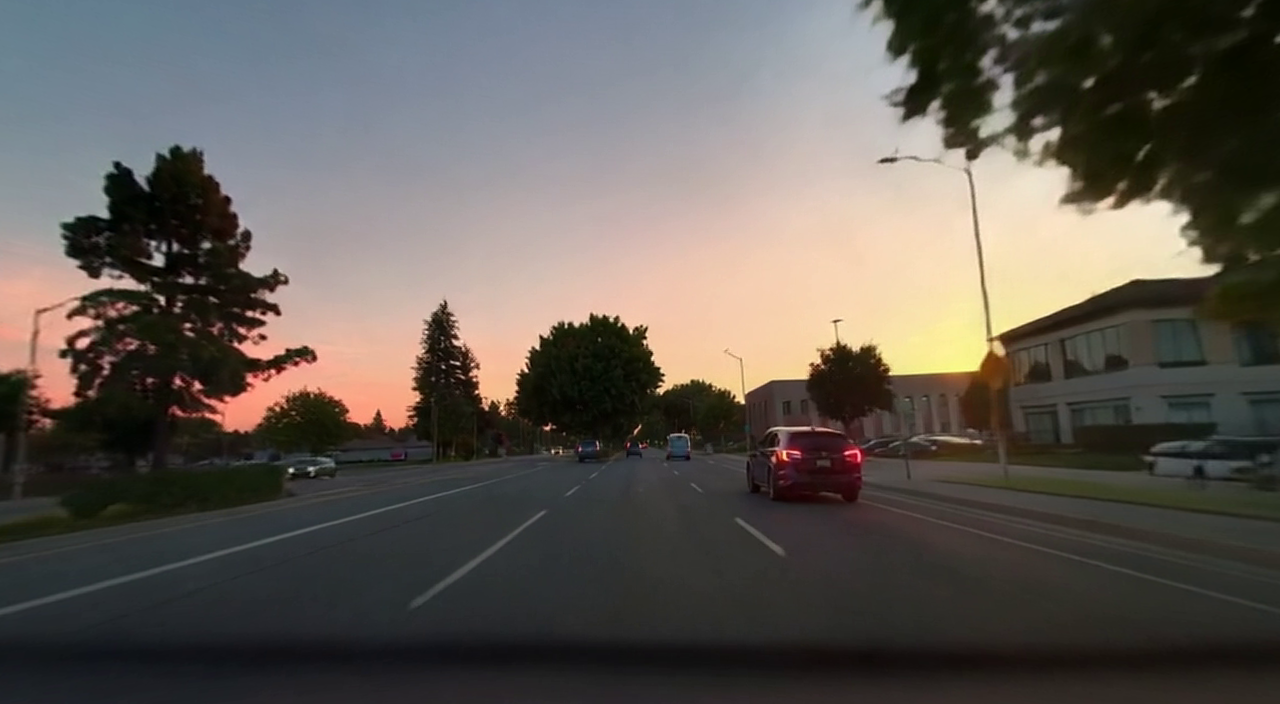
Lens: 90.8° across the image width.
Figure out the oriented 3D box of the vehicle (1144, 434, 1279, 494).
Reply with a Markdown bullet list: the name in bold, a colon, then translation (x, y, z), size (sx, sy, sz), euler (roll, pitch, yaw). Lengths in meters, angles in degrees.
- **vehicle**: translation (16.423, 2.948, 16.793), size (4.369, 1.489, 1.825), euler (0, -8, 1)

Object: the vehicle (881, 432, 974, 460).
- **vehicle**: translation (18.024, 5.875, 39.692), size (4.970, 1.700, 2.108), euler (1, -8, -11)

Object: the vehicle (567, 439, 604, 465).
- **vehicle**: translation (-3.954, 7.361, 46.813), size (2.220, 1.793, 4.885), euler (0, -8, 1)

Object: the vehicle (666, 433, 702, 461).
- **vehicle**: translation (3.331, 7.297, 48.602), size (2.197, 2.034, 4.667), euler (0, -8, -2)

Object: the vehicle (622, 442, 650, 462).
- **vehicle**: translation (-0.353, 7.747, 49.045), size (2.074, 1.463, 4.016), euler (0, -8, -1)

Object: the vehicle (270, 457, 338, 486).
- **vehicle**: translation (-20.509, 7.262, 38.731), size (1.823, 1.561, 3.987), euler (-1, -8, 2)

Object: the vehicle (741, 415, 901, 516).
- **vehicle**: translation (3.641, 2.380, 13.702), size (2.060, 1.816, 4.343), euler (0, -8, -1)
